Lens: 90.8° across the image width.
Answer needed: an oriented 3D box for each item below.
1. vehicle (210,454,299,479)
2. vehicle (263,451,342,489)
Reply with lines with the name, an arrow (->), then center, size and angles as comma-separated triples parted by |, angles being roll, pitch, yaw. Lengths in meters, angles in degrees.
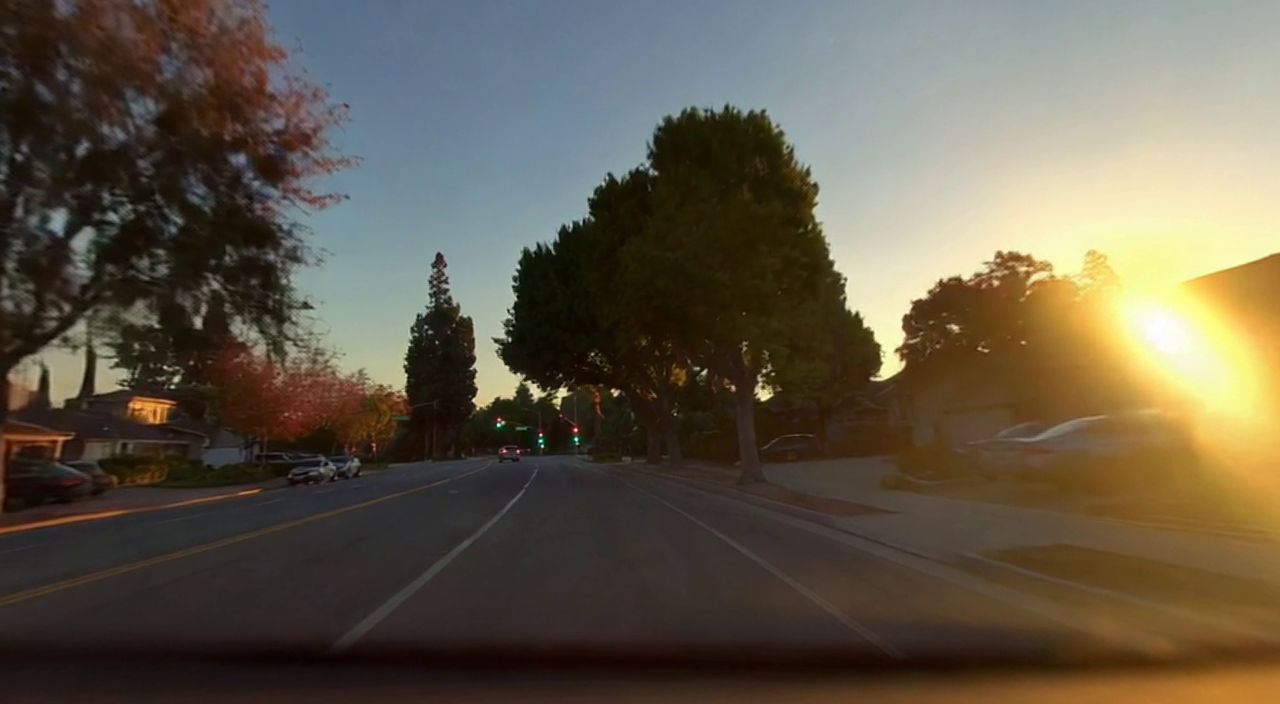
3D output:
vehicle -> -27.394, 8.131, 45.014 | 4.887, 1.517, 2.007 | 4, -8, -11
vehicle -> -18.002, 6.296, 34.021 | 2.029, 1.726, 5.366 | -3, -9, -8
